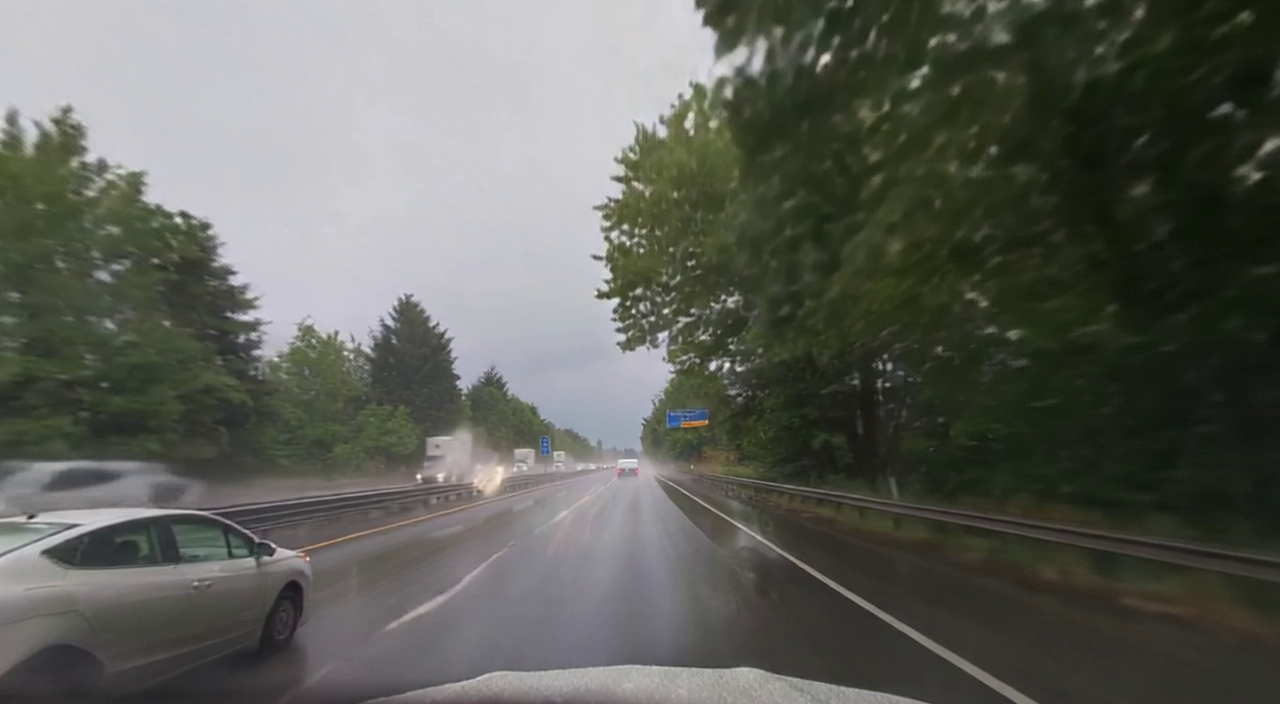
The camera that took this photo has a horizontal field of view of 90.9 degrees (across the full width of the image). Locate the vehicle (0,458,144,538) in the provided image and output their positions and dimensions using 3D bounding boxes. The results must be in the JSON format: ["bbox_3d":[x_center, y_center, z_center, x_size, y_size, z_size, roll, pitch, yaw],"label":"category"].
[{"bbox_3d":[-12.975,2.905,12.790,2.022,1.459,4.613,1,-10,0],"label":"vehicle"}]
